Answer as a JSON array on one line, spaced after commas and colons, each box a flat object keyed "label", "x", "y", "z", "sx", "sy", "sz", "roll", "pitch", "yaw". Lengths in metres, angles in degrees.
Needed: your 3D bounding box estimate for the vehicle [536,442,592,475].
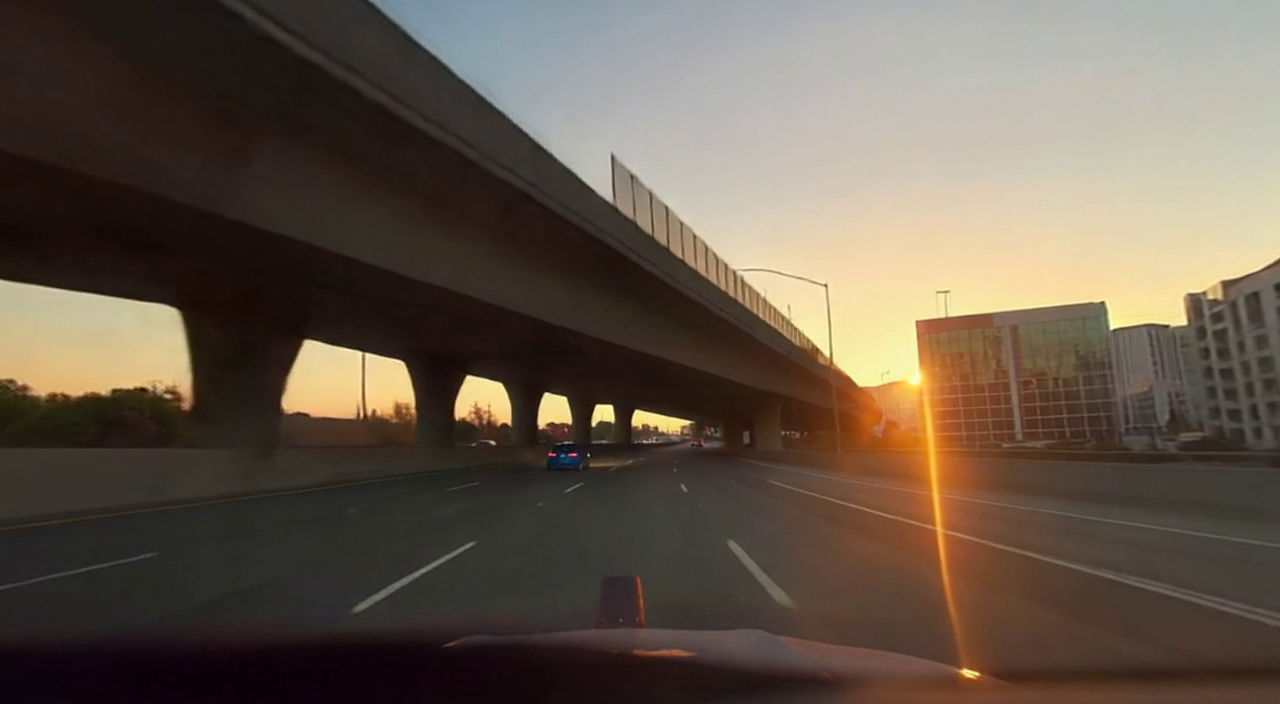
[{"label": "vehicle", "x": -3.761, "y": 5.368, "z": 32.110, "sx": 2.087, "sy": 1.566, "sz": 4.756, "roll": 0, "pitch": -9, "yaw": 2}]
